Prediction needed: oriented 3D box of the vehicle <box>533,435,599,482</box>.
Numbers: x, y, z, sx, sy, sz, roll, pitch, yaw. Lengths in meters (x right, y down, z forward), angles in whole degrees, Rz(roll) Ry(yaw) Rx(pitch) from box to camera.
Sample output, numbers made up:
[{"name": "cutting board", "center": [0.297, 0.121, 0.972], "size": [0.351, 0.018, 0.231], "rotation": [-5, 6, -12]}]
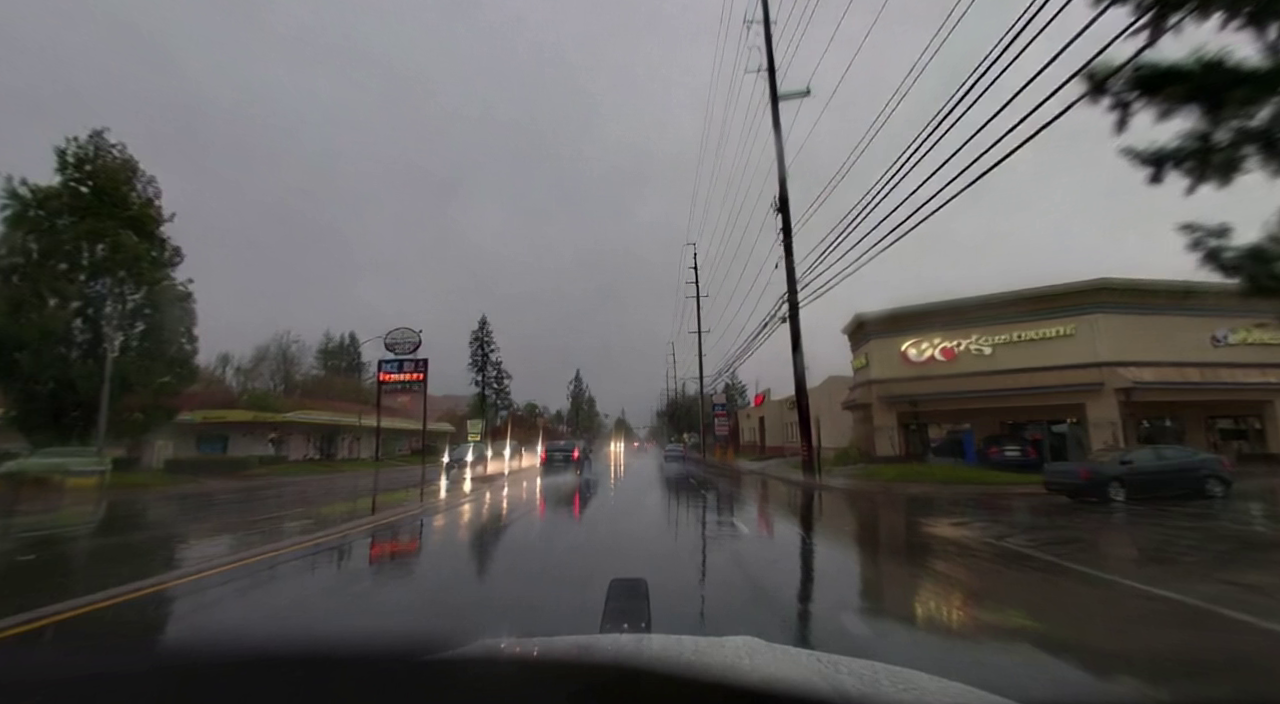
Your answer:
[{"name": "vehicle", "center": [-2.783, 4.124, 24.710], "size": [2.047, 1.664, 4.148], "rotation": [0, -9, 1]}]

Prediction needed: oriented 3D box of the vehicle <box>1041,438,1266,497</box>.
[{"name": "vehicle", "center": [14.162, 3.165, 17.558], "size": [4.710, 1.497, 2.116], "rotation": [1, -9, -9]}]

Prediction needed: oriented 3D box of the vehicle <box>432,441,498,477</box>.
[{"name": "vehicle", "center": [-7.751, 4.779, 28.324], "size": [1.760, 1.487, 3.890], "rotation": [0, -9, 1]}]

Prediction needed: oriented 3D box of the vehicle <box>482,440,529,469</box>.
[{"name": "vehicle", "center": [-7.843, 6.029, 37.153], "size": [1.795, 1.607, 4.059], "rotation": [0, -9, 1]}]

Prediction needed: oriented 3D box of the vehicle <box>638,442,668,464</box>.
[{"name": "vehicle", "center": [0.919, 7.111, 44.323], "size": [1.978, 1.455, 4.195], "rotation": [0, -9, 2]}]

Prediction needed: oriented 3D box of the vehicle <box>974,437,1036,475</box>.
[{"name": "vehicle", "center": [16.594, 4.659, 28.498], "size": [2.080, 1.530, 5.079], "rotation": [-5, -10, 32]}]
